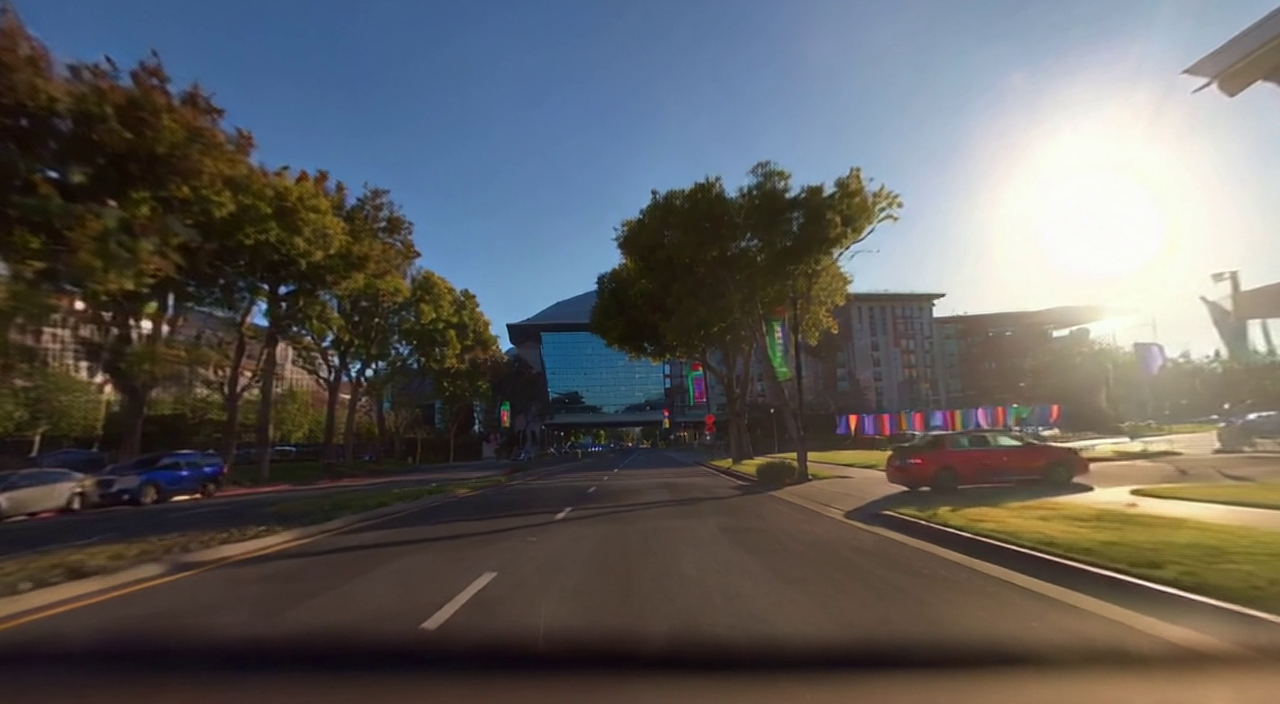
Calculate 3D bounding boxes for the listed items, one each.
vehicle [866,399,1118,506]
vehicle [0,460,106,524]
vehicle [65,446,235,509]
[{"bbox_3d":[8.521,2.473,15.616,4.716,1.672,2.330,-10,-8,-2],"label":"vehicle"},{"bbox_3d":[-17.448,3.769,16.911,1.873,1.544,4.794,0,-8,1],"label":"vehicle"},{"bbox_3d":[-17.307,4.398,22.596,2.301,1.821,4.731,-4,-8,1],"label":"vehicle"}]
